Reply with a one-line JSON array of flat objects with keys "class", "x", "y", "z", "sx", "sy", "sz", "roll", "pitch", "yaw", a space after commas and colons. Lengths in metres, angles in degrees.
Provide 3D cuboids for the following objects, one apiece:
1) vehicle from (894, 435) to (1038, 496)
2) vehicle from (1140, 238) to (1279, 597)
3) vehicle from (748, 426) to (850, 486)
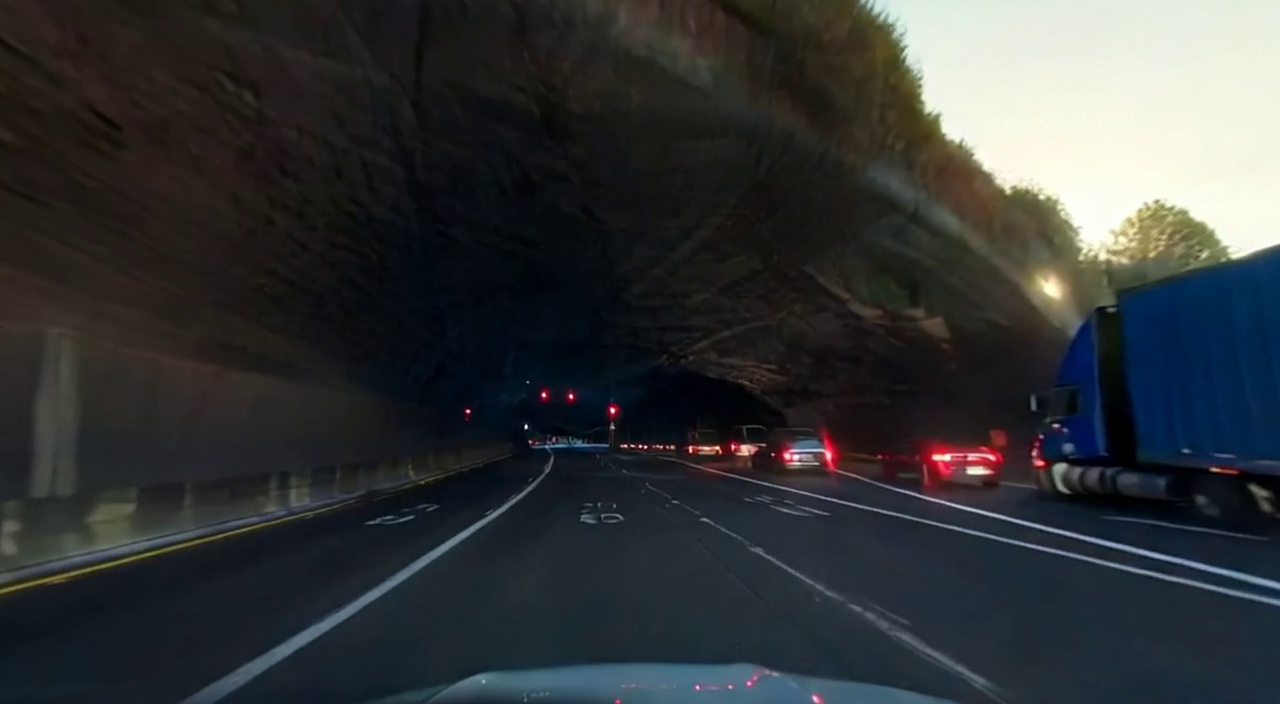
[{"class": "vehicle", "x": 9.332, "y": 3.237, "z": 18.435, "sx": 1.919, "sy": 1.545, "sz": 3.885, "roll": 0, "pitch": -7, "yaw": -4}, {"class": "vehicle", "x": 6.469, "y": 0.150, "z": 2.520, "sx": 2.625, "sy": 2.975, "sz": 8.237, "roll": -1, "pitch": -8, "yaw": 4}, {"class": "vehicle", "x": 5.017, "y": 3.330, "z": 20.467, "sx": 1.917, "sy": 1.748, "sz": 4.003, "roll": 0, "pitch": -8, "yaw": -5}]
